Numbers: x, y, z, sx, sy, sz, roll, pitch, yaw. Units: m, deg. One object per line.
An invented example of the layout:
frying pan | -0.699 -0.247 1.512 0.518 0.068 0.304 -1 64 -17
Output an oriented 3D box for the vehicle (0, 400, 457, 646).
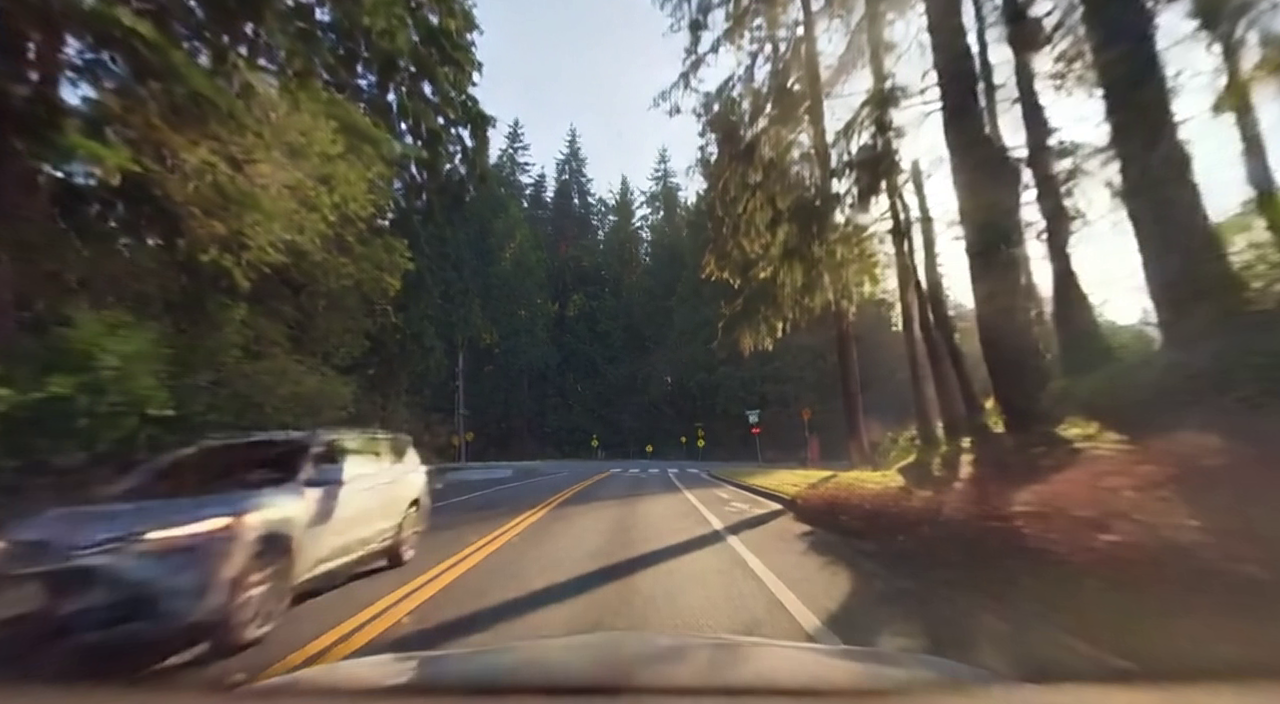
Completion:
vehicle | -3.974 1.578 6.949 2.390 1.721 4.863 0 -9 1
